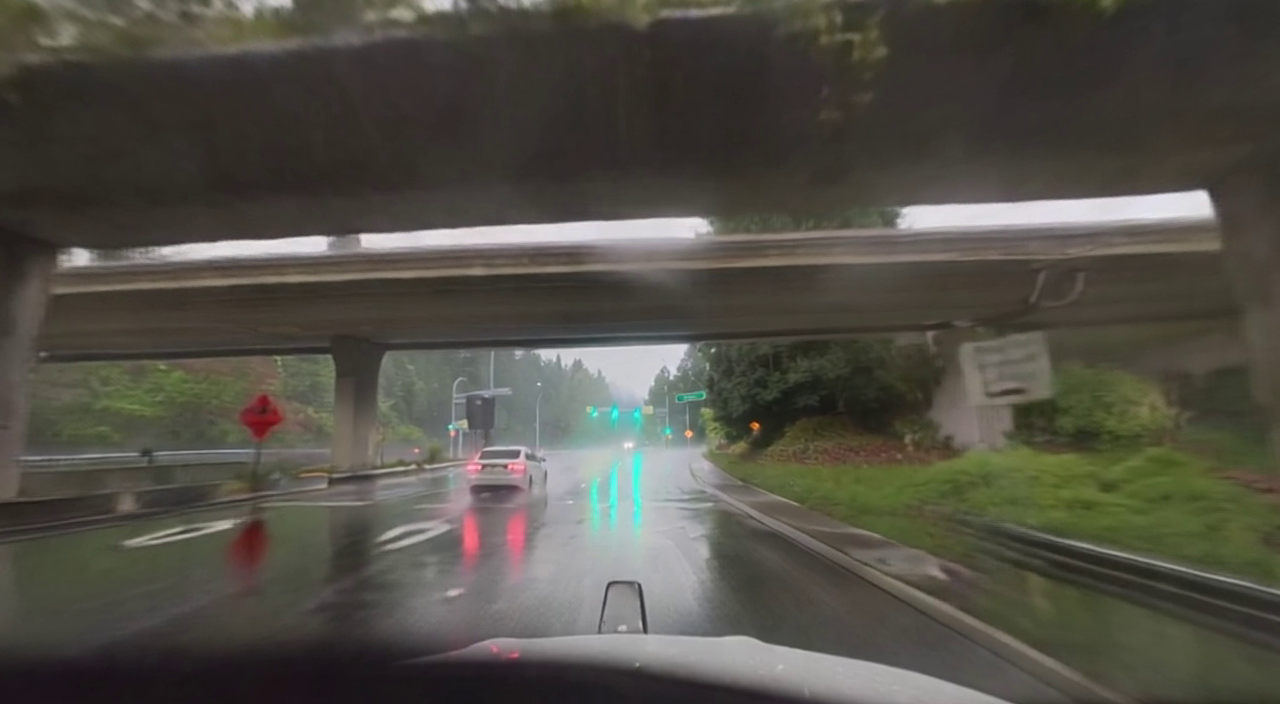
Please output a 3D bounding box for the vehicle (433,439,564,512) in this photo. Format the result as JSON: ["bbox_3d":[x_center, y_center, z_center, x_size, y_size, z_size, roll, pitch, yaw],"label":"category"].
[{"bbox_3d":[-3.179,2.882,15.226,1.963,1.460,4.614,0,-9,2],"label":"vehicle"}]
